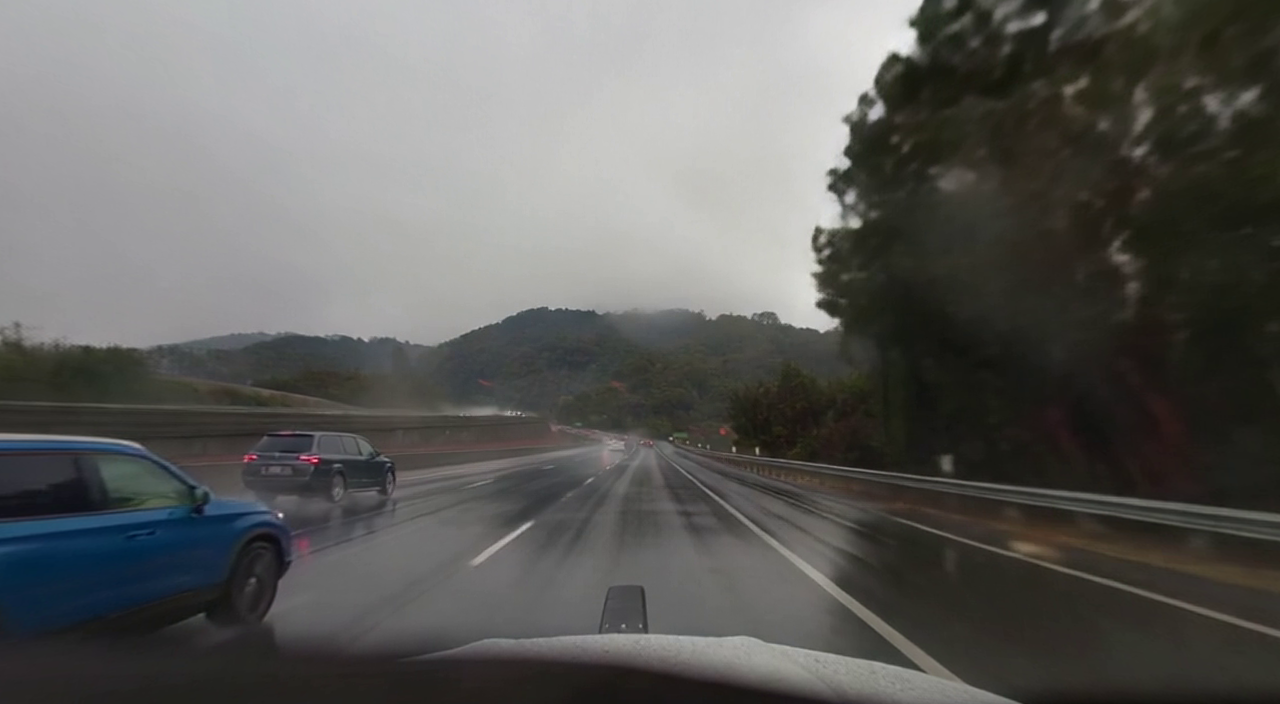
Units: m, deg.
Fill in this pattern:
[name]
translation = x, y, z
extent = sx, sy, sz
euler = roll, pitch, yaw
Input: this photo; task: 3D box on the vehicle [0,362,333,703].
[vehicle]
translation = -3.620, 0.965, 3.153
extent = 1.983, 1.663, 4.290
euler = 0, -9, 0
